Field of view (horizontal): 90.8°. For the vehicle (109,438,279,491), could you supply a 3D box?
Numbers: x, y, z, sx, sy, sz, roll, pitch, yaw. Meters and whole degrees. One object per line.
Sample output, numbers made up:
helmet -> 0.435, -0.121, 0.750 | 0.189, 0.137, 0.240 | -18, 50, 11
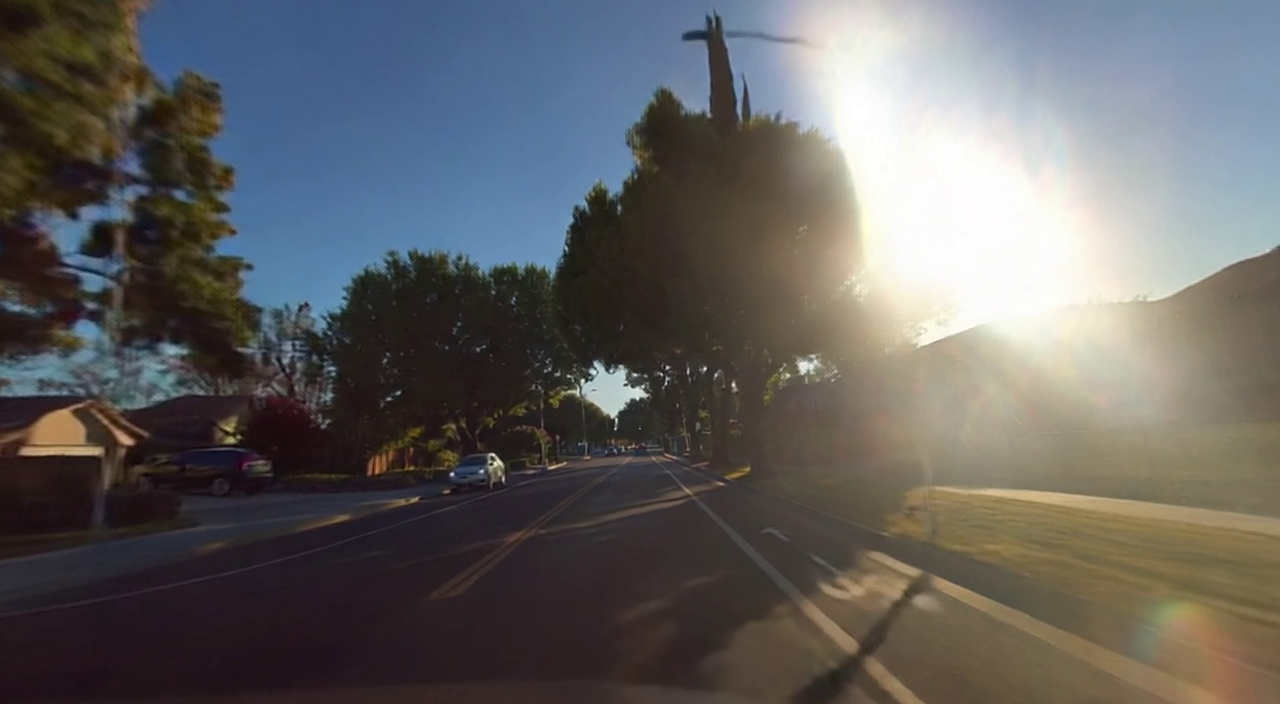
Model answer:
vehicle -> -15.675, 3.962, 22.334 | 4.735, 1.712, 1.992 | -2, -9, 9

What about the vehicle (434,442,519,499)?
vehicle -> -6.610, 4.839, 26.115 | 2.176, 1.885, 5.174 | -5, -10, -2
